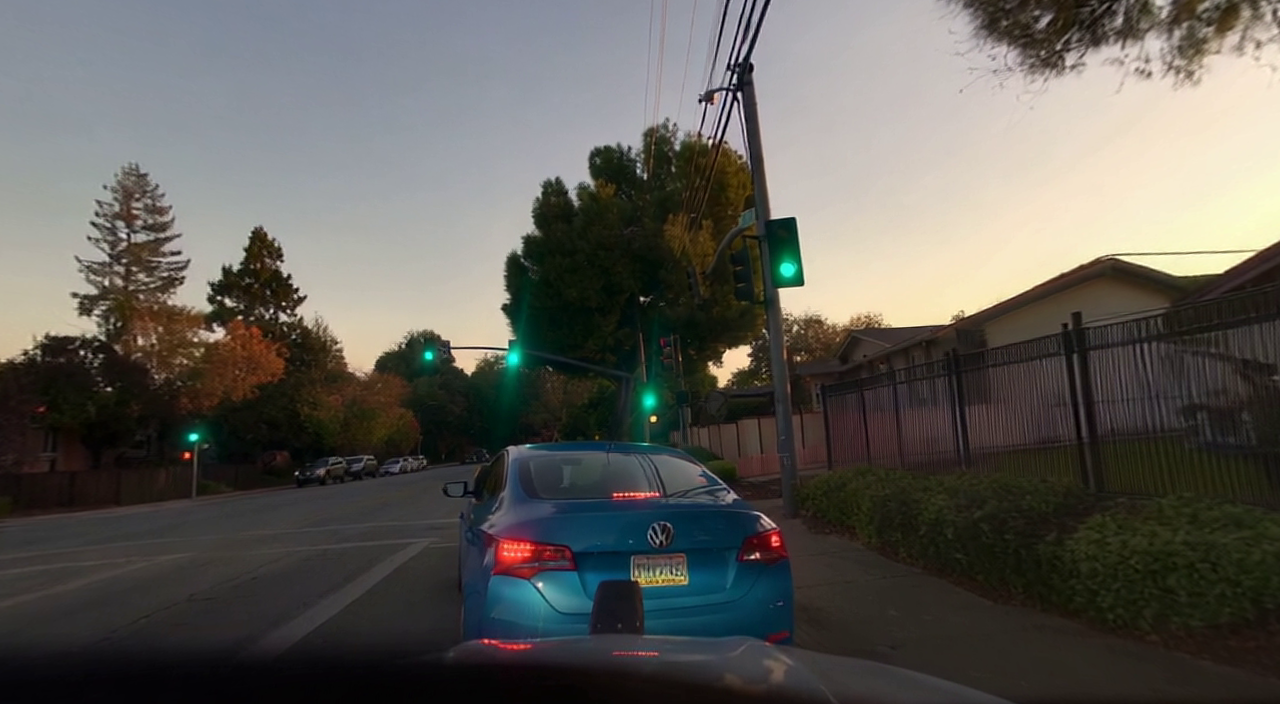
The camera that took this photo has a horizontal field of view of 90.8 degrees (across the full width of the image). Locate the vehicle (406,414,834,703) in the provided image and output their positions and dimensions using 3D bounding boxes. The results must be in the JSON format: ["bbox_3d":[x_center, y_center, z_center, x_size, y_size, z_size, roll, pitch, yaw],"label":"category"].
[{"bbox_3d":[-0.261,1.327,4.888,2.024,1.502,3.702,1,-9,-6],"label":"vehicle"}]
